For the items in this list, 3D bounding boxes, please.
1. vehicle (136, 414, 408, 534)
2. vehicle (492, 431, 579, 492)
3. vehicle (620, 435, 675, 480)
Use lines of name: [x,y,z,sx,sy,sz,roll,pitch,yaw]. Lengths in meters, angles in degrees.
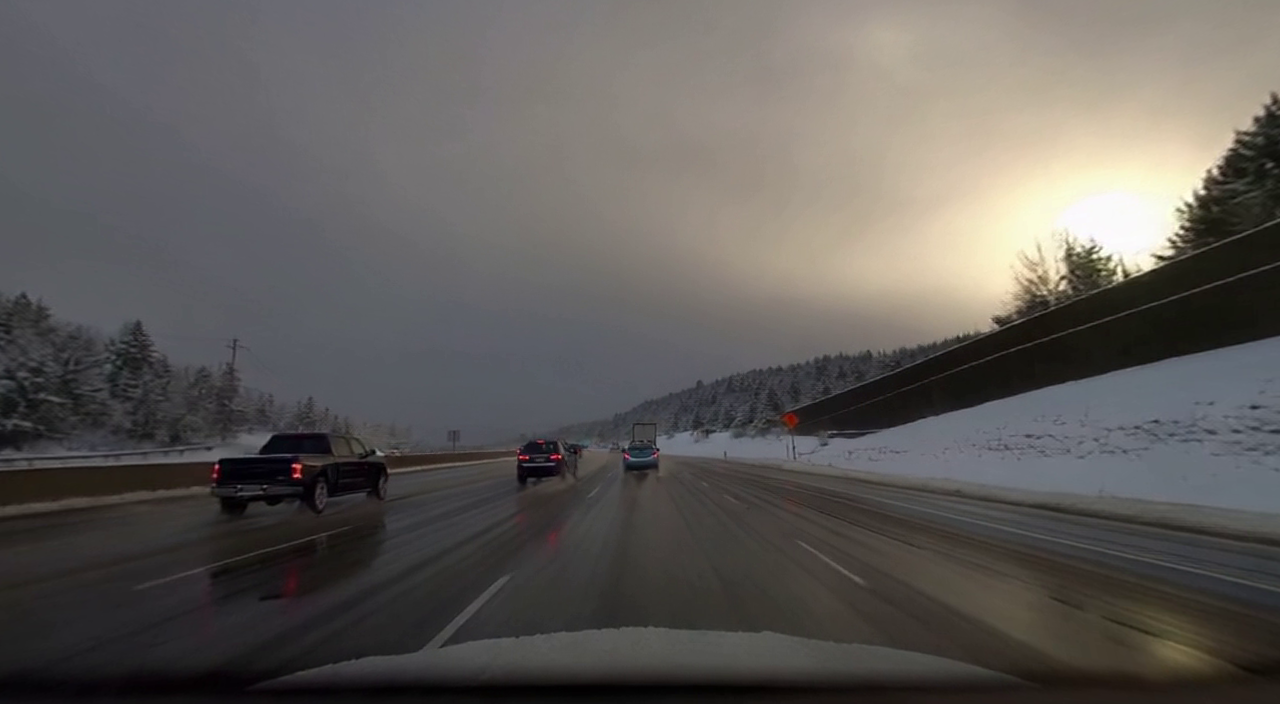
vehicle: [-6.706,2.294,12.474,2.108,1.856,5.214,0,-9,1]
vehicle: [-3.404,3.672,21.483,2.093,1.820,4.506,0,-9,1]
vehicle: [0.292,4.603,27.716,2.233,1.804,4.273,0,-9,-1]
